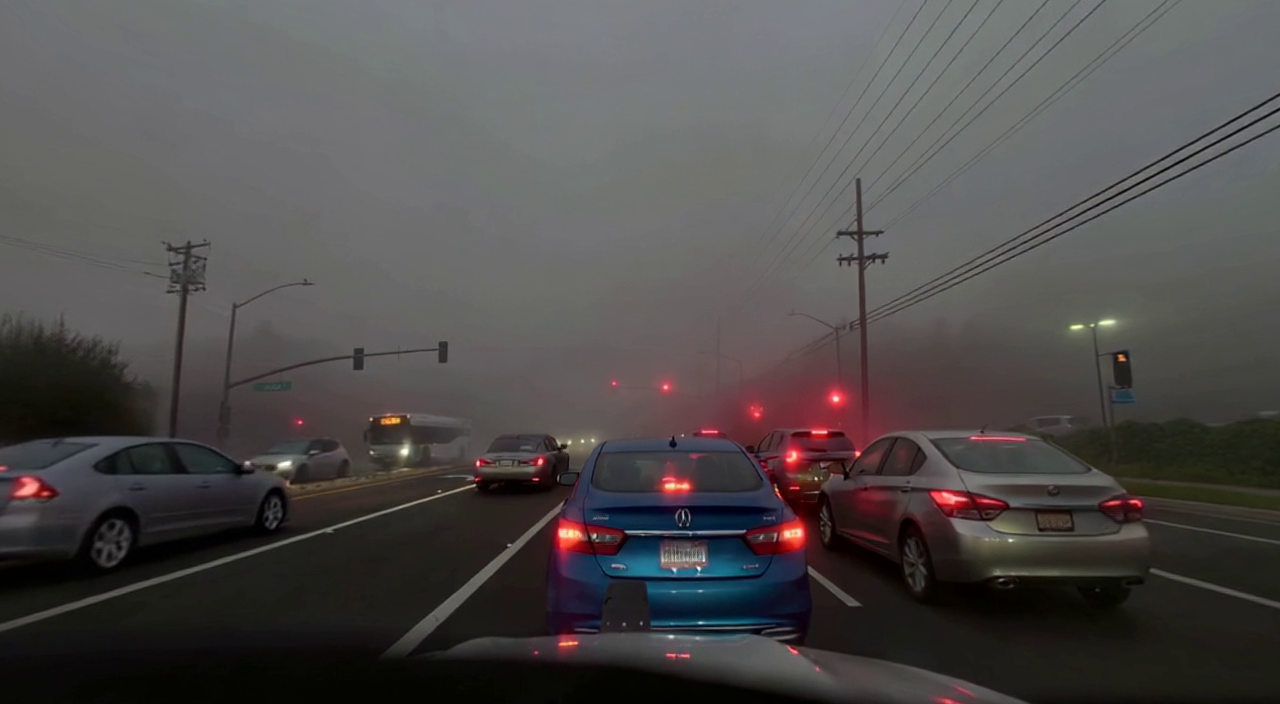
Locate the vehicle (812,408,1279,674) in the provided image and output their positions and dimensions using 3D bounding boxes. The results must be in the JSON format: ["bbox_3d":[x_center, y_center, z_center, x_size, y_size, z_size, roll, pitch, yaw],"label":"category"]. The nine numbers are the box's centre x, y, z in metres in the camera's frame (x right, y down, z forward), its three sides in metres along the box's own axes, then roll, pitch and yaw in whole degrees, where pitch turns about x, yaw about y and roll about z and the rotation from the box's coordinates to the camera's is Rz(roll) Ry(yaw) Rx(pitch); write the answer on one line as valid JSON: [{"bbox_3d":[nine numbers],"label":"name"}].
[{"bbox_3d":[3.121,1.397,5.797,1.870,1.523,4.096,0,-8,-1],"label":"vehicle"}]

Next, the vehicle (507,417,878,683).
[{"bbox_3d":[0.277,1.415,5.642,2.109,1.483,3.964,0,-8,-1],"label":"vehicle"}]

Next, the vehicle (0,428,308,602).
[{"bbox_3d":[-6.414,1.758,7.853,1.955,1.497,4.639,-1,-8,1],"label":"vehicle"}]

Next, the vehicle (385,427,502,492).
[{"bbox_3d":[-6.263,3.490,20.895,2.070,1.824,5.196,-1,-8,2],"label":"vehicle"}]
